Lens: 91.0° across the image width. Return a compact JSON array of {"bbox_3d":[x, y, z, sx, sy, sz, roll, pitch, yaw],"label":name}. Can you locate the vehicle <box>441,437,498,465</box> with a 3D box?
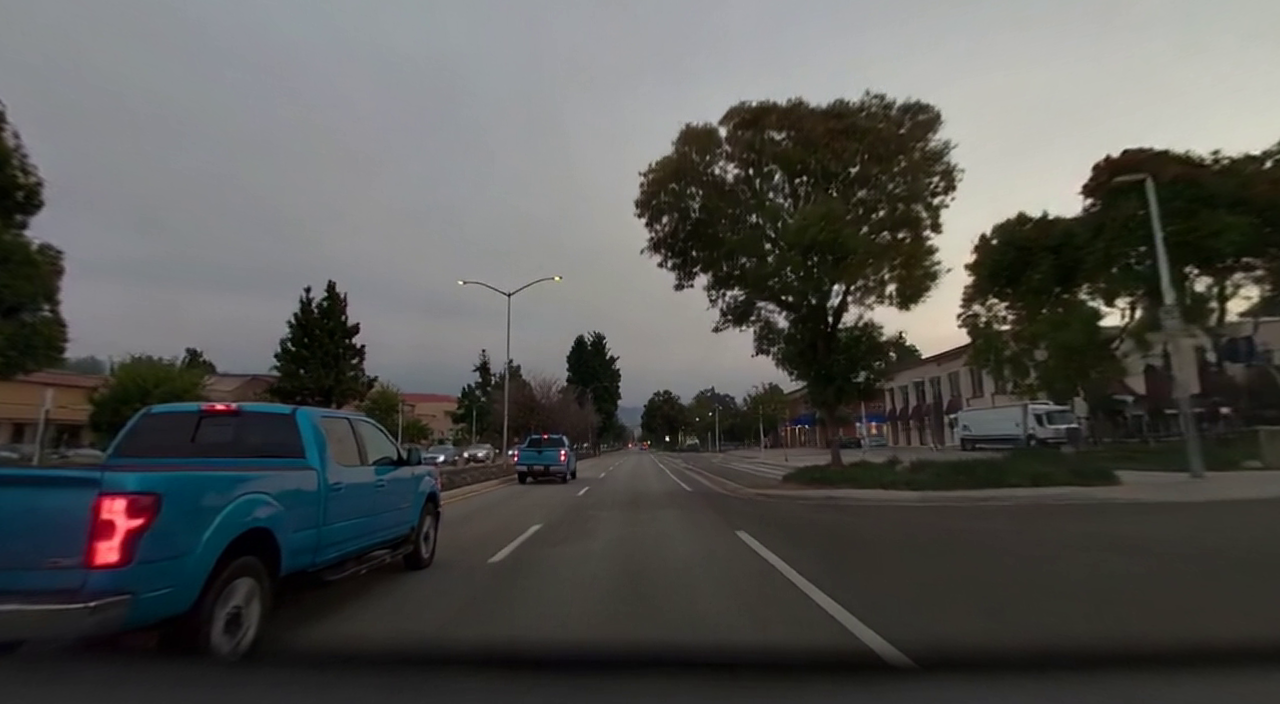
[{"bbox_3d":[-11.315,6.629,42.254,2.266,1.756,5.406,0,-8,1],"label":"vehicle"}]

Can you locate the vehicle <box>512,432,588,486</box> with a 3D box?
[{"bbox_3d":[-3.251,3.984,23.873,2.065,1.790,5.417,0,-8,0],"label":"vehicle"}]

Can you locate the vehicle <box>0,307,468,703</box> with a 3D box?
[{"bbox_3d":[-3.196,1.115,4.712,2.277,1.801,5.250,0,-8,1],"label":"vehicle"}]

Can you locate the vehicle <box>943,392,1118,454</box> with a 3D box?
[{"bbox_3d":[26.139,5.095,43.721,2.948,3.576,13.937,1,-8,-2],"label":"vehicle"}]
